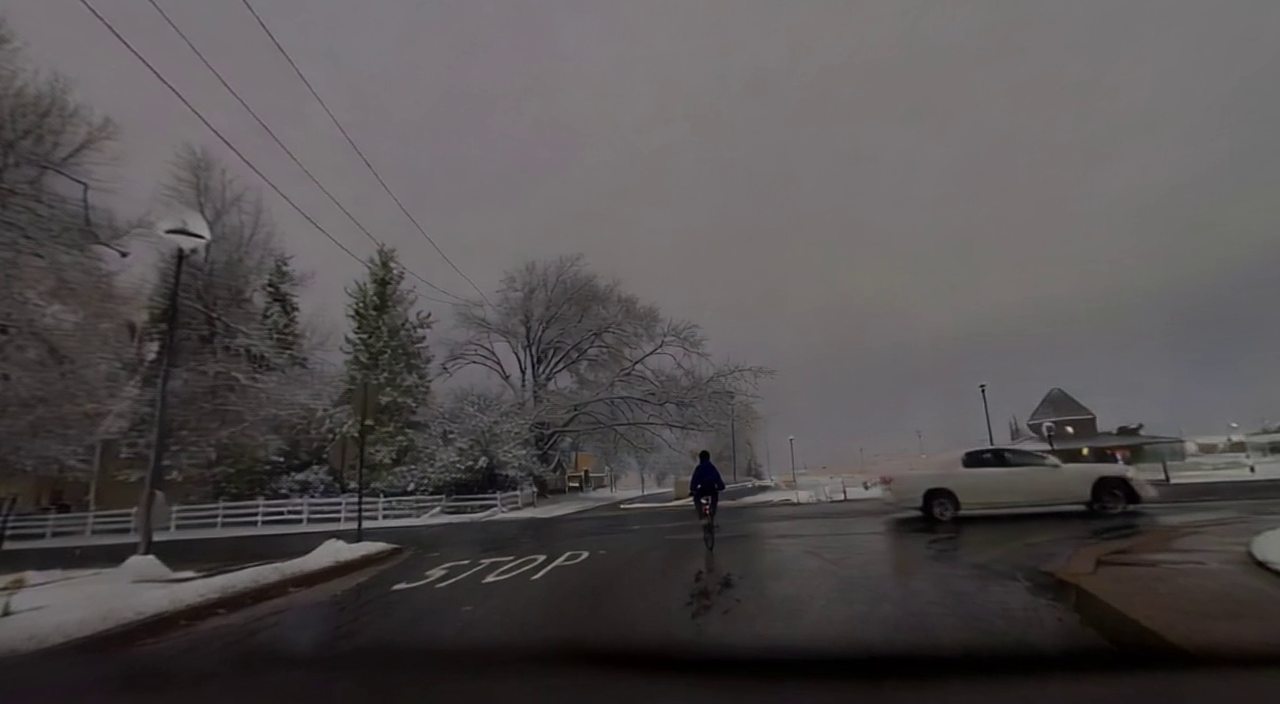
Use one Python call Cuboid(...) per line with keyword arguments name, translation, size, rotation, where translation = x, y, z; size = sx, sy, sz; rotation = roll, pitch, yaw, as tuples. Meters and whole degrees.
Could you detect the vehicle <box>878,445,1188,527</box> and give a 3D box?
Cuboid(name="vehicle", translation=(8.271, 2.803, 13.886), size=(5.323, 1.479, 2.112), rotation=(-5, -10, 31))
